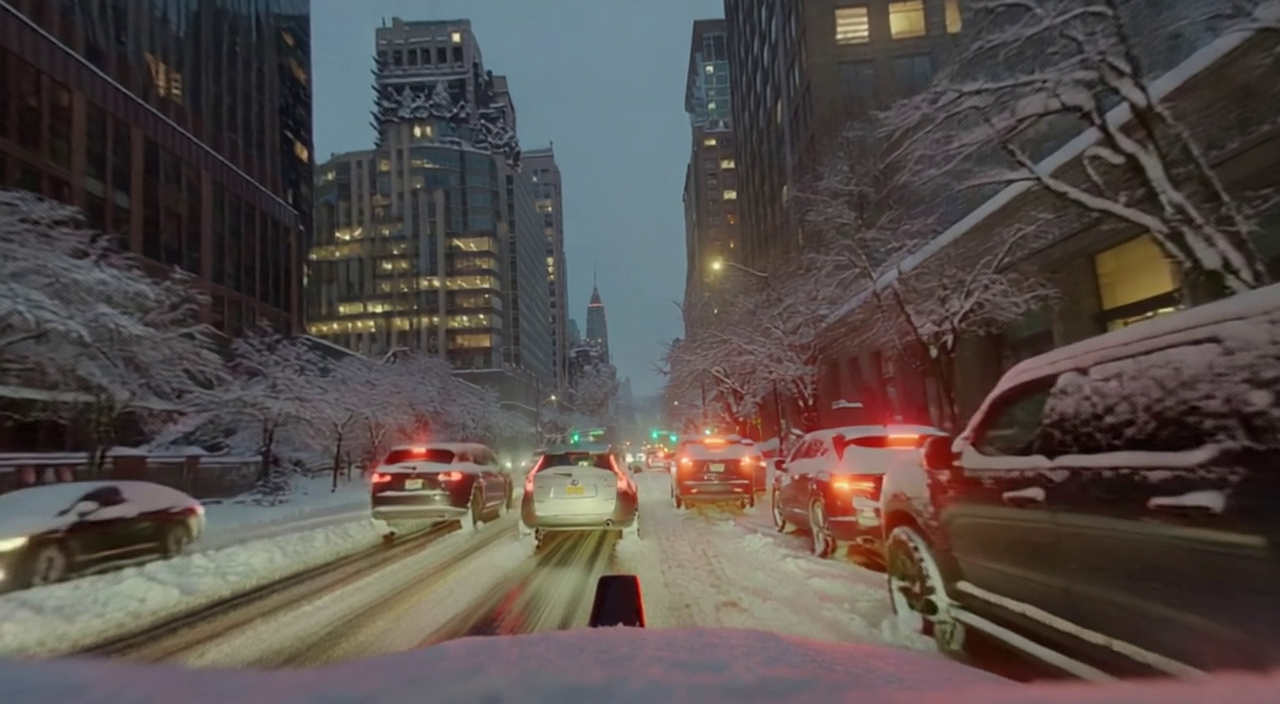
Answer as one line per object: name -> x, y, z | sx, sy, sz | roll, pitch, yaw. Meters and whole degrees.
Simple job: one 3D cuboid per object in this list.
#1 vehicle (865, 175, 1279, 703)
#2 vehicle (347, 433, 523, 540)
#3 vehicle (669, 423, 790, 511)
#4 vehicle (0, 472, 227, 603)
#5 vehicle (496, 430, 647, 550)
vehicle -> 2.972, 0.613, 2.413 | 2.225, 2.070, 5.264 | 0, -8, -1
vehicle -> -3.941, 2.640, 13.184 | 2.000, 1.818, 4.668 | 0, -8, 2
vehicle -> 2.559, 2.963, 16.873 | 2.352, 1.953, 4.798 | -3, -9, 18
vehicle -> -9.281, 2.805, 10.282 | 1.976, 1.475, 4.684 | 0, -8, -1
vehicle -> -0.939, 2.241, 10.940 | 2.076, 1.667, 3.948 | 0, -8, 1
